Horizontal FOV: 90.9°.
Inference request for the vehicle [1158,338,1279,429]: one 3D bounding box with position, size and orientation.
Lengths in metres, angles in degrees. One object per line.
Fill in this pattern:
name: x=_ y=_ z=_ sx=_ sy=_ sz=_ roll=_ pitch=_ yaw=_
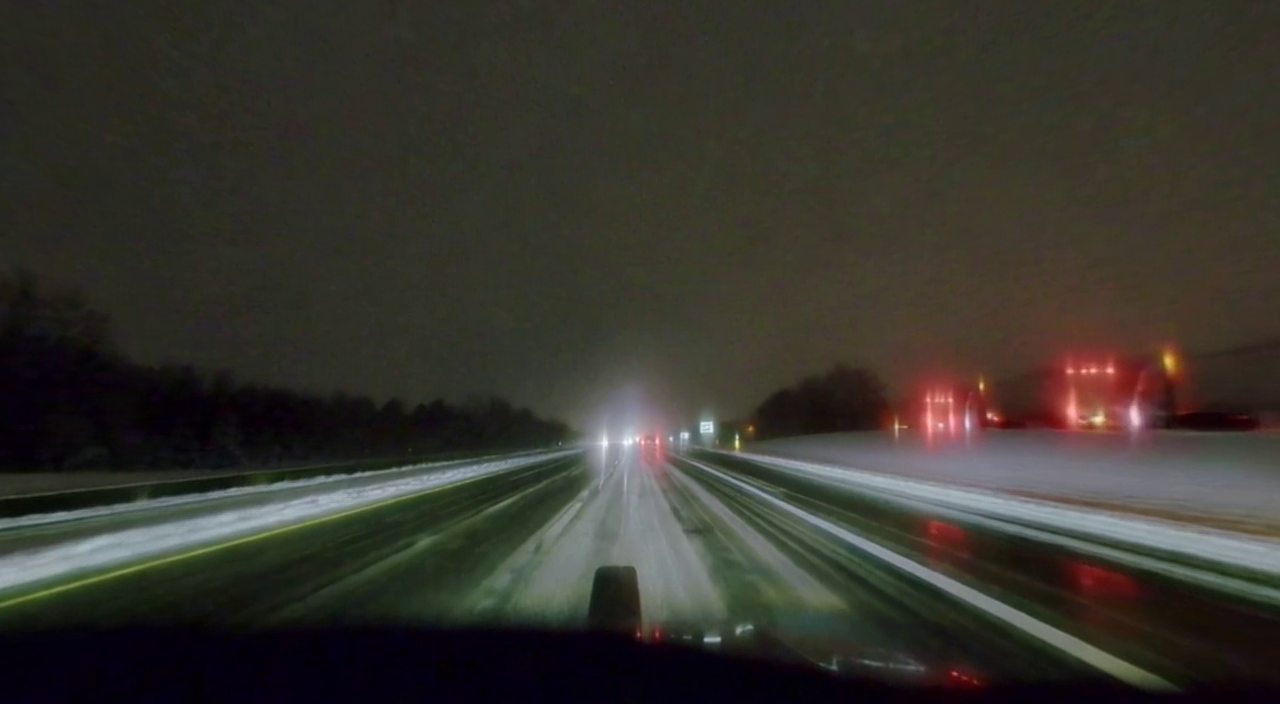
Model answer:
vehicle: x=31.762 y=1.417 z=30.347 sx=2.932 sy=4.074 sz=14.330 roll=-5 pitch=-9 yaw=7
